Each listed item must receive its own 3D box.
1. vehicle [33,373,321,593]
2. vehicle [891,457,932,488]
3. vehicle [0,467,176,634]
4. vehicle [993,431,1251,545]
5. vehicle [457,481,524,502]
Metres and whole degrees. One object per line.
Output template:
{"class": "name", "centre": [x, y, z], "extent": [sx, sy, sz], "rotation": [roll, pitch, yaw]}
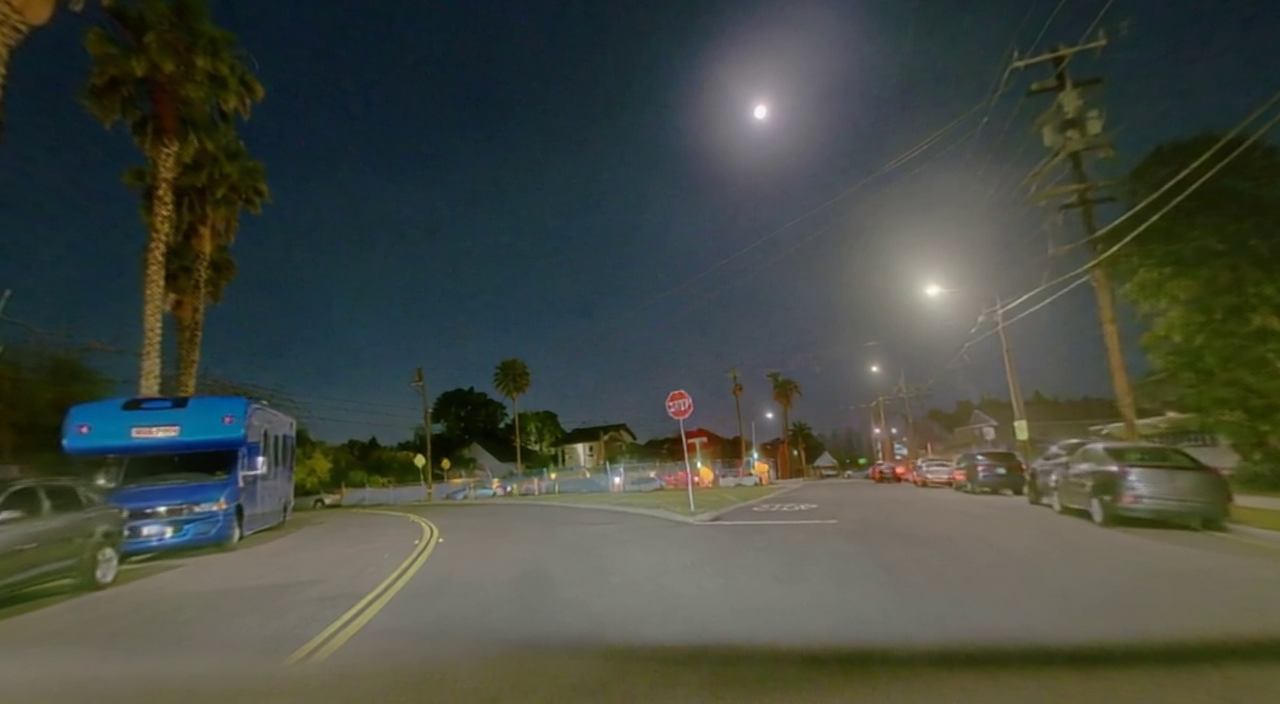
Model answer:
{"class": "vehicle", "centre": [-10.863, 3.047, 16.695], "extent": [3.216, 3.720, 11.364], "rotation": [2, -9, -22]}
{"class": "vehicle", "centre": [19.655, 8.702, 45.943], "extent": [1.974, 1.894, 4.810], "rotation": [-3, -8, 14]}
{"class": "vehicle", "centre": [-7.931, 2.267, 7.473], "extent": [2.103, 1.599, 4.865], "rotation": [1, -9, -13]}
{"class": "vehicle", "centre": [9.902, 2.740, 13.864], "extent": [2.508, 1.887, 5.930], "rotation": [-3, -8, 17]}
{"class": "vehicle", "centre": [-11.598, 10.876, 49.275], "extent": [4.966, 1.377, 1.739], "rotation": [1, -9, -9]}
